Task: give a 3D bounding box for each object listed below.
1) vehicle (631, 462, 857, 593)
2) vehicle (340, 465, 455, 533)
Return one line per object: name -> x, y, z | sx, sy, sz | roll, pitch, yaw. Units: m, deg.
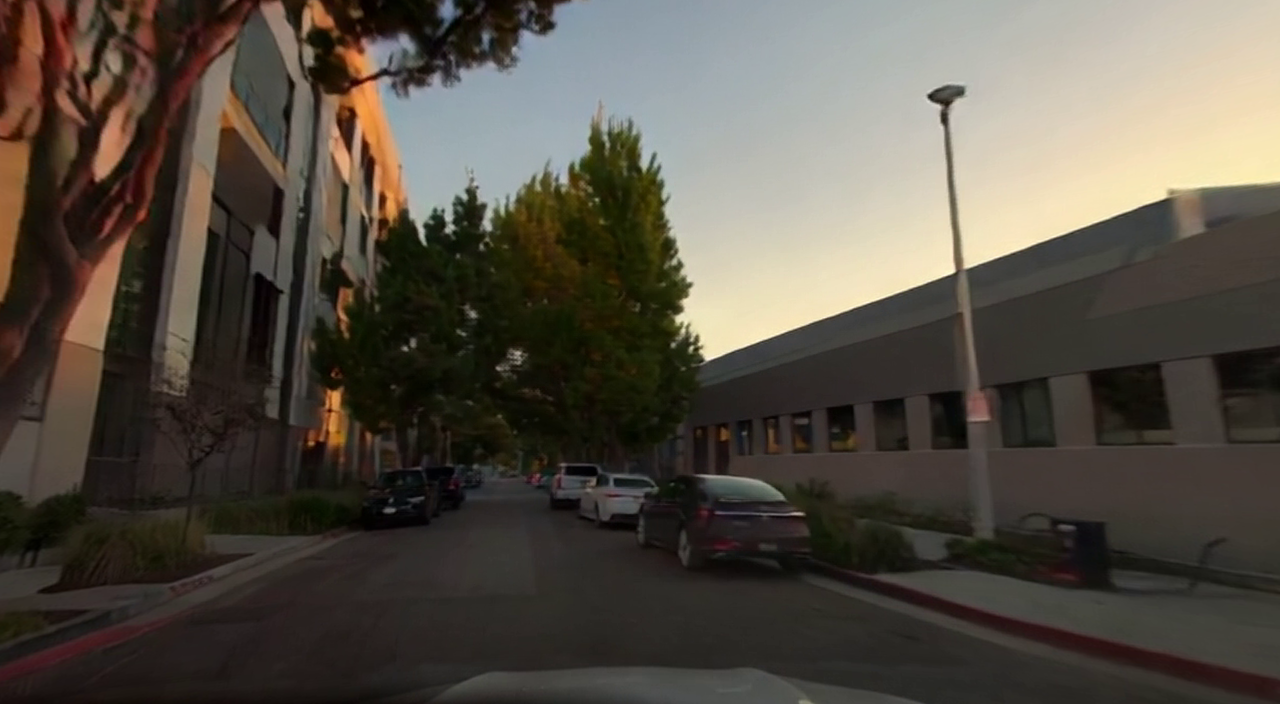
vehicle -> 1.243, 2.465, 9.537 | 1.889, 1.482, 4.118 | 4, -11, -13
vehicle -> -6.032, 3.715, 16.264 | 2.018, 1.461, 4.413 | 3, -11, -12
